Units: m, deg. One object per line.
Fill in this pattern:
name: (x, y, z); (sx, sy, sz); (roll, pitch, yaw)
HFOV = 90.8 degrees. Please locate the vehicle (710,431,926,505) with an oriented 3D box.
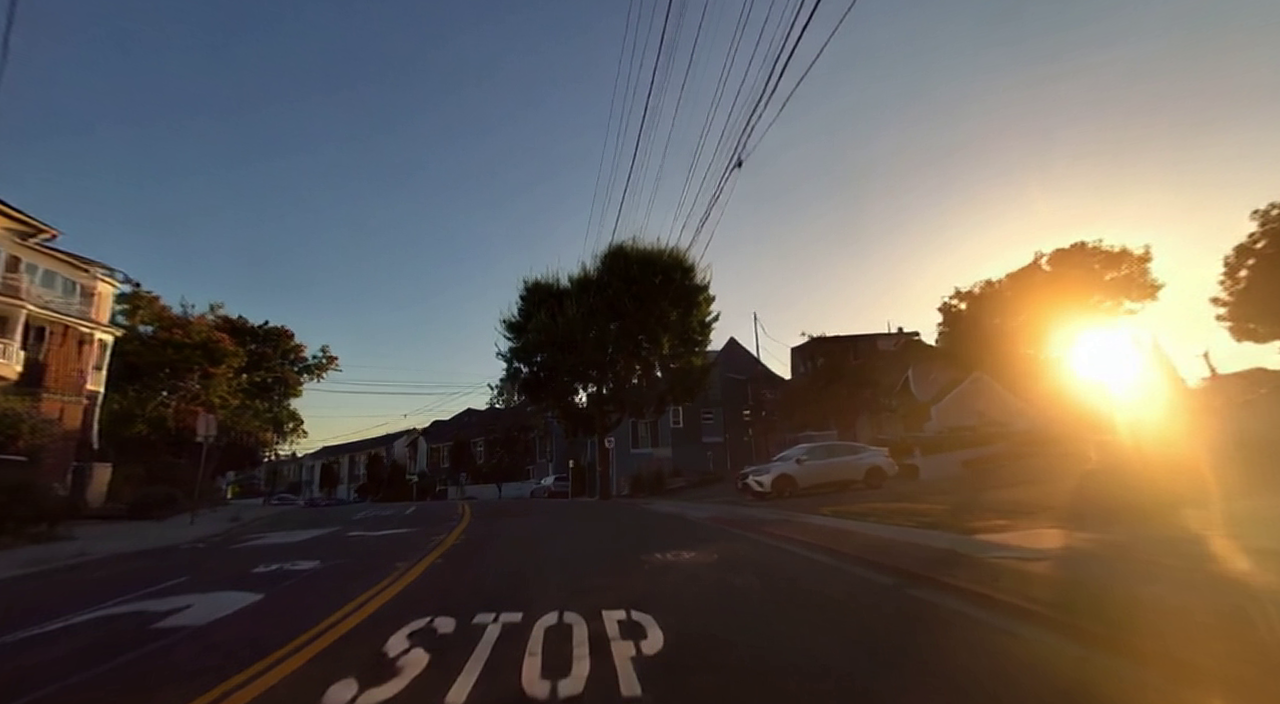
vehicle: (5.135, 3.358, 18.617); (5.578, 1.842, 2.300); (0, -9, -12)

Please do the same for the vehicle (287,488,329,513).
vehicle: (-25.036, 11.156, 47.542); (1.994, 1.515, 4.385); (6, -11, -37)
